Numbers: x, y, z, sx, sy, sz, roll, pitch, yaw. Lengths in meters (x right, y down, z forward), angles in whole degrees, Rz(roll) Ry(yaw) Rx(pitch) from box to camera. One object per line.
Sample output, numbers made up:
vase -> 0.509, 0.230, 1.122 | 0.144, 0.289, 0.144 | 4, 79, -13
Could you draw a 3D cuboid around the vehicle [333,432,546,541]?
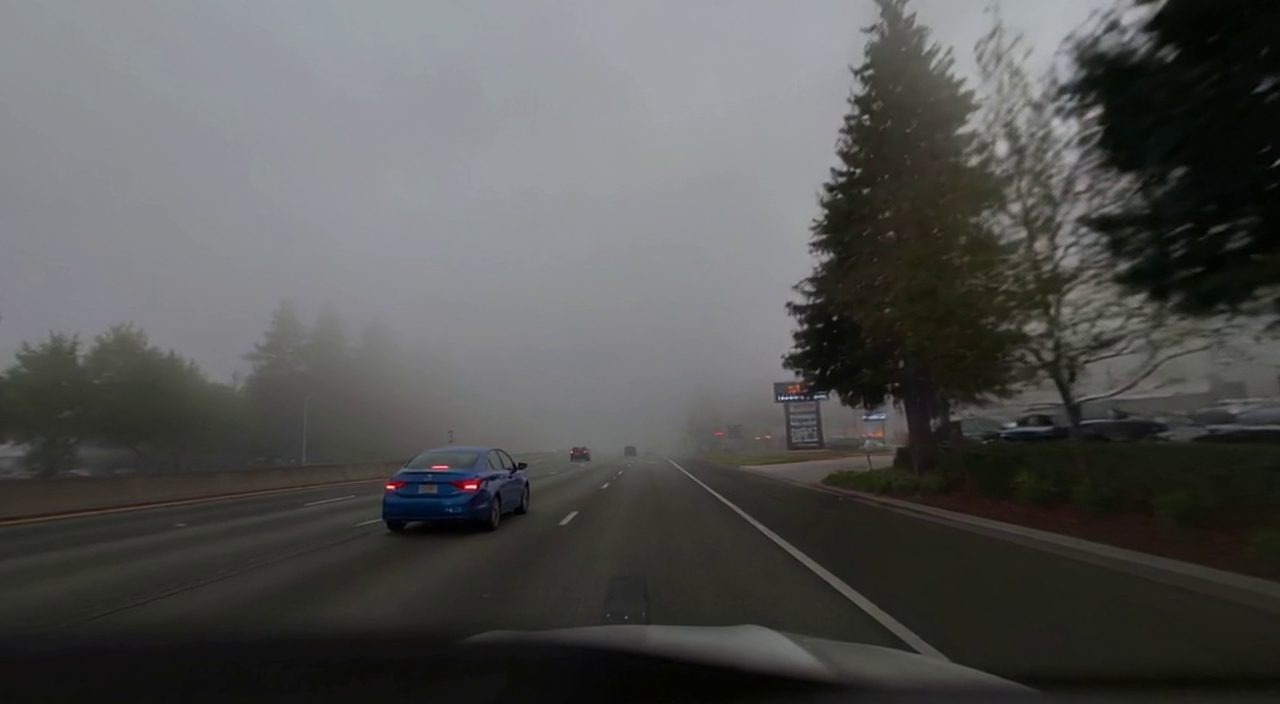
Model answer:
vehicle -> -3.098, 2.180, 10.940 | 2.152, 1.479, 4.394 | 0, -8, 2
